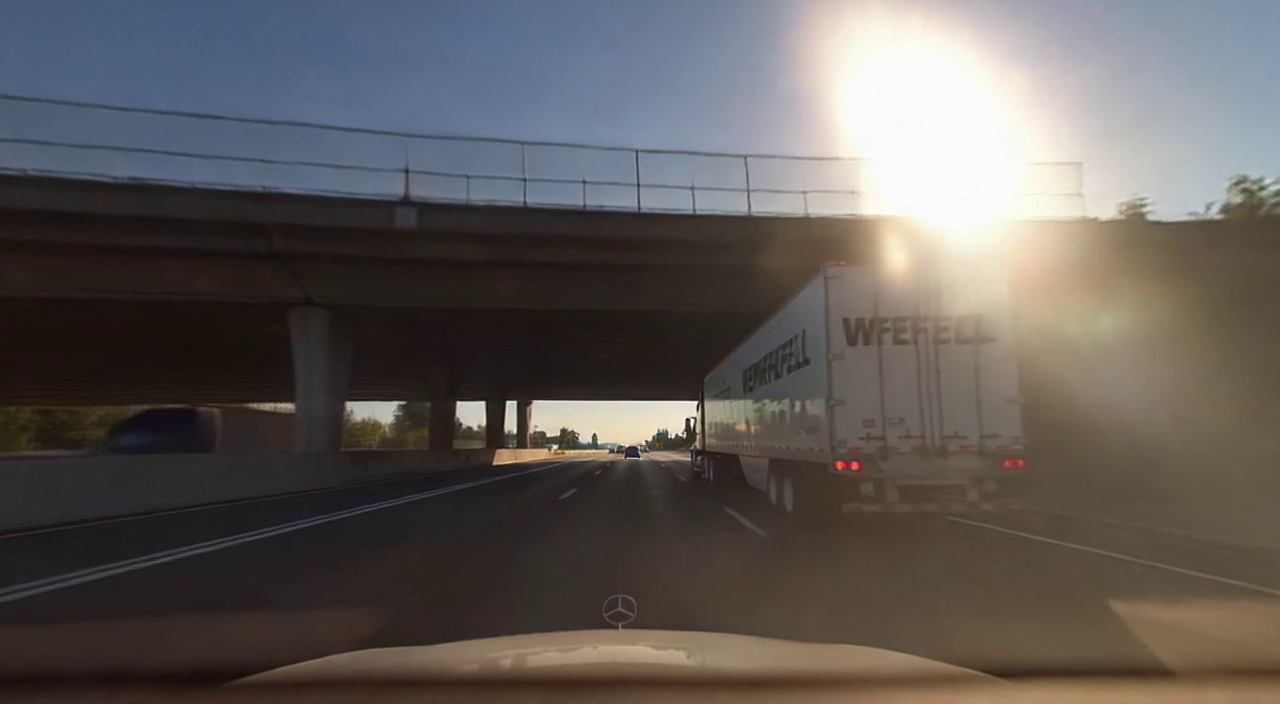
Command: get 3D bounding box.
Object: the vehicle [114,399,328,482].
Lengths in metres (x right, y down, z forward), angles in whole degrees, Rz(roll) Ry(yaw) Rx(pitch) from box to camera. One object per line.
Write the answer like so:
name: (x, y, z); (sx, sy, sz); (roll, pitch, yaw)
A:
vehicle: (-23.200, 5.238, 36.488); (2.901, 3.874, 13.959); (0, -9, 0)

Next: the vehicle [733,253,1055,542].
vehicle: (4.097, 1.227, 12.970); (2.869, 4.013, 8.610); (0, -9, -1)
